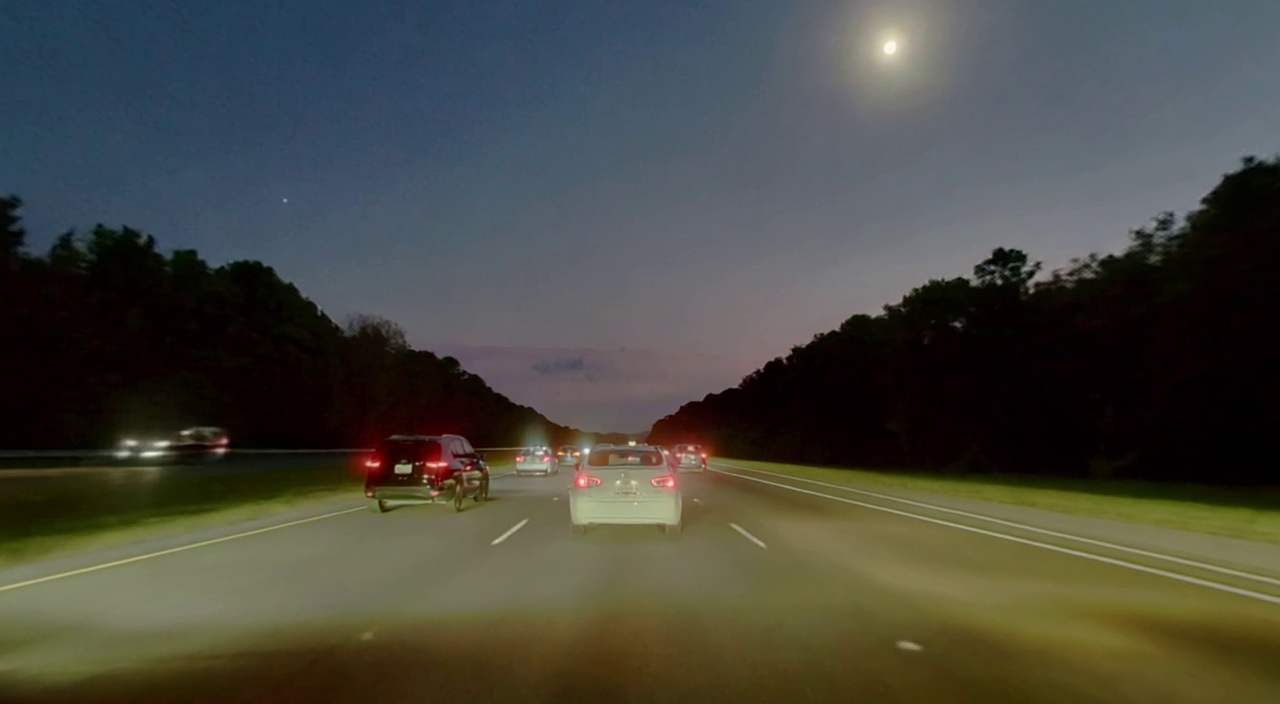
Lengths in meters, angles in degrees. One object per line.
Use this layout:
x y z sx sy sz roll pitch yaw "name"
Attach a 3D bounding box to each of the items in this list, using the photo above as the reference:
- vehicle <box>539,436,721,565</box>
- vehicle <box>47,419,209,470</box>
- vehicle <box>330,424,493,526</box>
-0.188 2.063 9.520 2.120 1.478 4.179 0 -9 -2 "vehicle"
-16.457 3.030 20.604 1.863 1.478 4.146 0 -9 -2 "vehicle"
-4.344 2.395 12.767 1.830 1.703 4.142 0 -9 -2 "vehicle"
